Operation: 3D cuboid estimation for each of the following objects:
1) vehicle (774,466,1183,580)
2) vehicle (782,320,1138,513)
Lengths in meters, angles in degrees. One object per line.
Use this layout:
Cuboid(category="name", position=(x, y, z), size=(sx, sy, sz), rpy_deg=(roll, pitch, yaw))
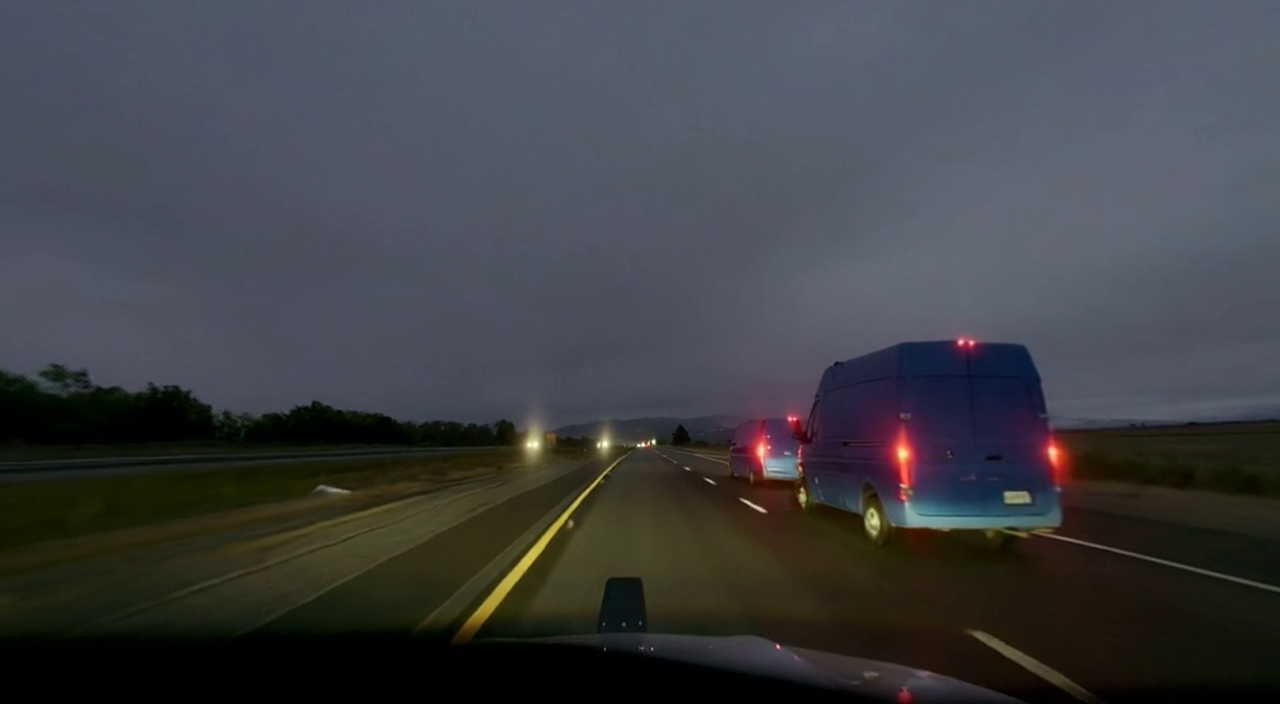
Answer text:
Cuboid(category="vehicle", position=(4.010, 2.265, 9.420), size=(2.702, 0.824, 6.391), rpy_deg=(0, -8, 1))
Cuboid(category="vehicle", position=(4.059, 1.053, 9.623), size=(2.444, 2.053, 5.616), rpy_deg=(-1, -8, 0))
